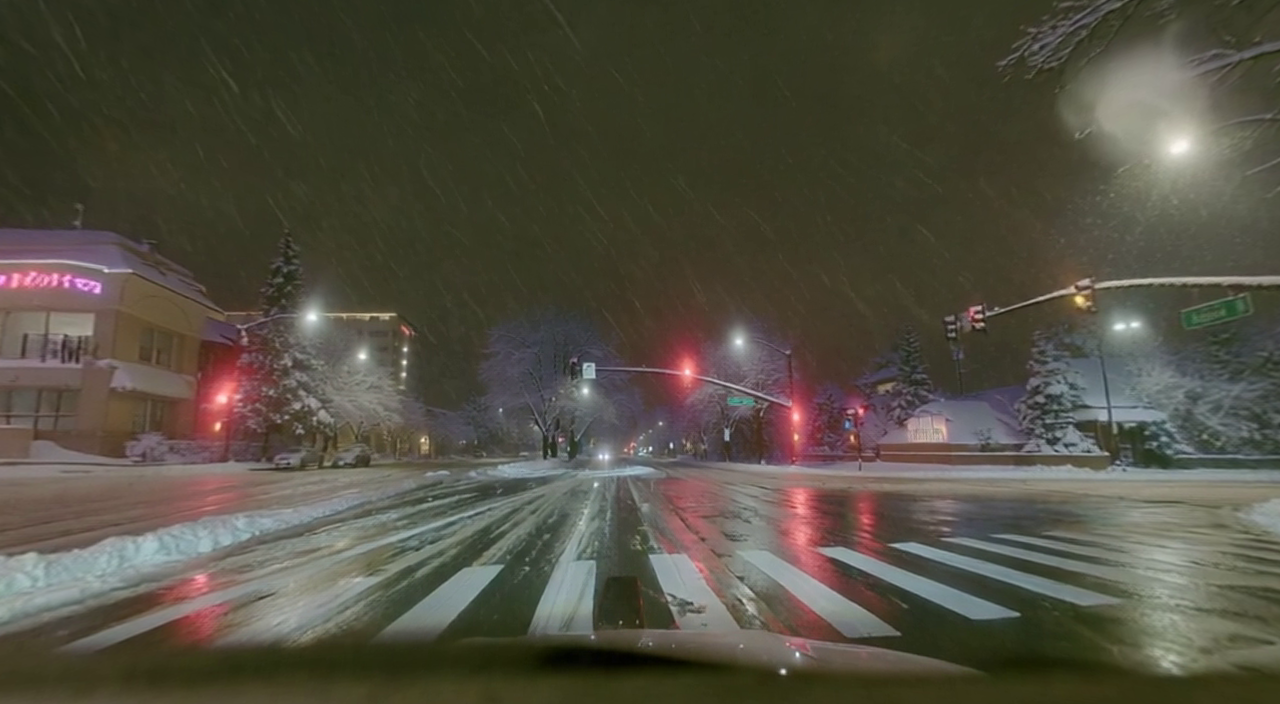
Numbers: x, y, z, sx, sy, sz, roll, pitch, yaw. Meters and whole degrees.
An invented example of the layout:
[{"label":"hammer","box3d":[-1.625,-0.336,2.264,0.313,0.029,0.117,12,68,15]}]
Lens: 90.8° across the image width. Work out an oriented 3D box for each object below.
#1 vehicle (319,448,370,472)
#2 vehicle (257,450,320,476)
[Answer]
[{"label":"vehicle","box3d":[-22.369,8.158,48.094,2.023,1.706,4.756,1,-9,-6]},{"label":"vehicle","box3d":[-21.797,6.852,39.366,2.005,1.496,4.020,1,-9,-7]}]
